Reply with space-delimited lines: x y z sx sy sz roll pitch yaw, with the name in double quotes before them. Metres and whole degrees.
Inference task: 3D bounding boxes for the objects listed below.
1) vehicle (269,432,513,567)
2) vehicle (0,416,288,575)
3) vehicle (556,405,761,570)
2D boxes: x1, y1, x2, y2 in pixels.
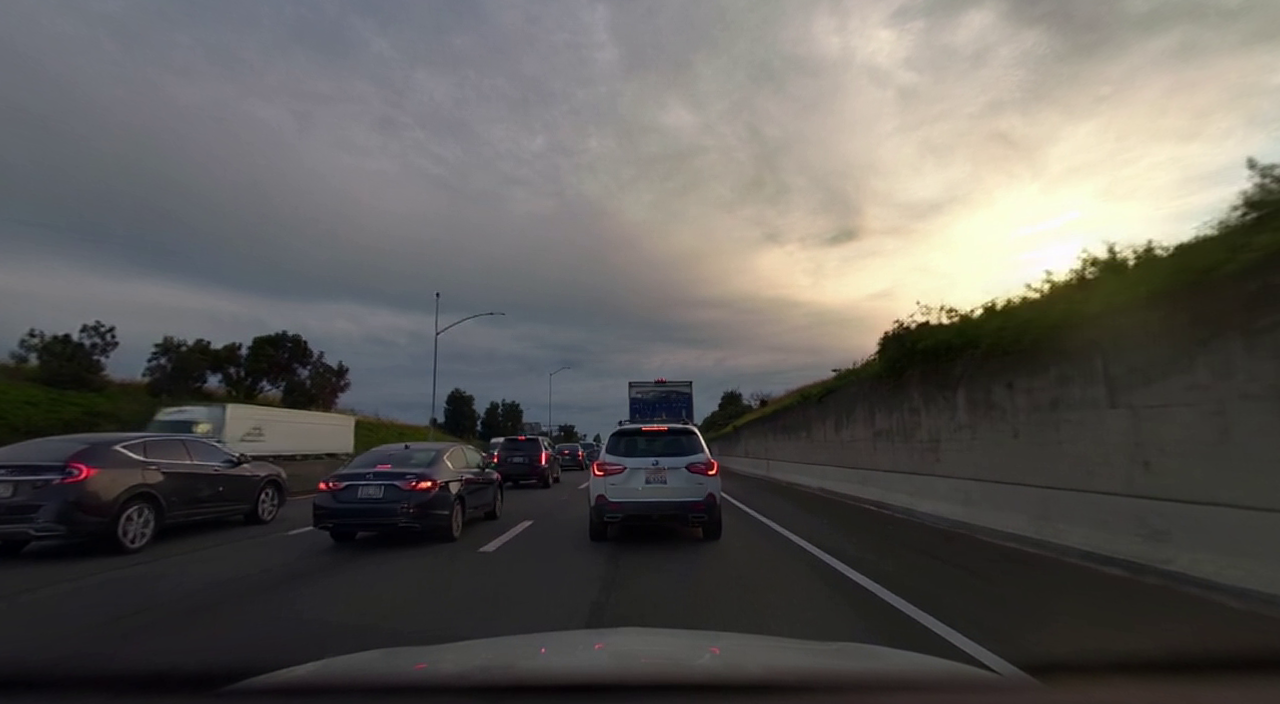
"vehicle" -3.242 1.994 9.230 1.917 1.506 3.949 0 -9 1
"vehicle" -7.464 1.912 9.170 1.986 1.700 4.558 0 -9 1
"vehicle" 0.152 1.875 9.555 2.210 1.760 5.303 0 -9 -1
